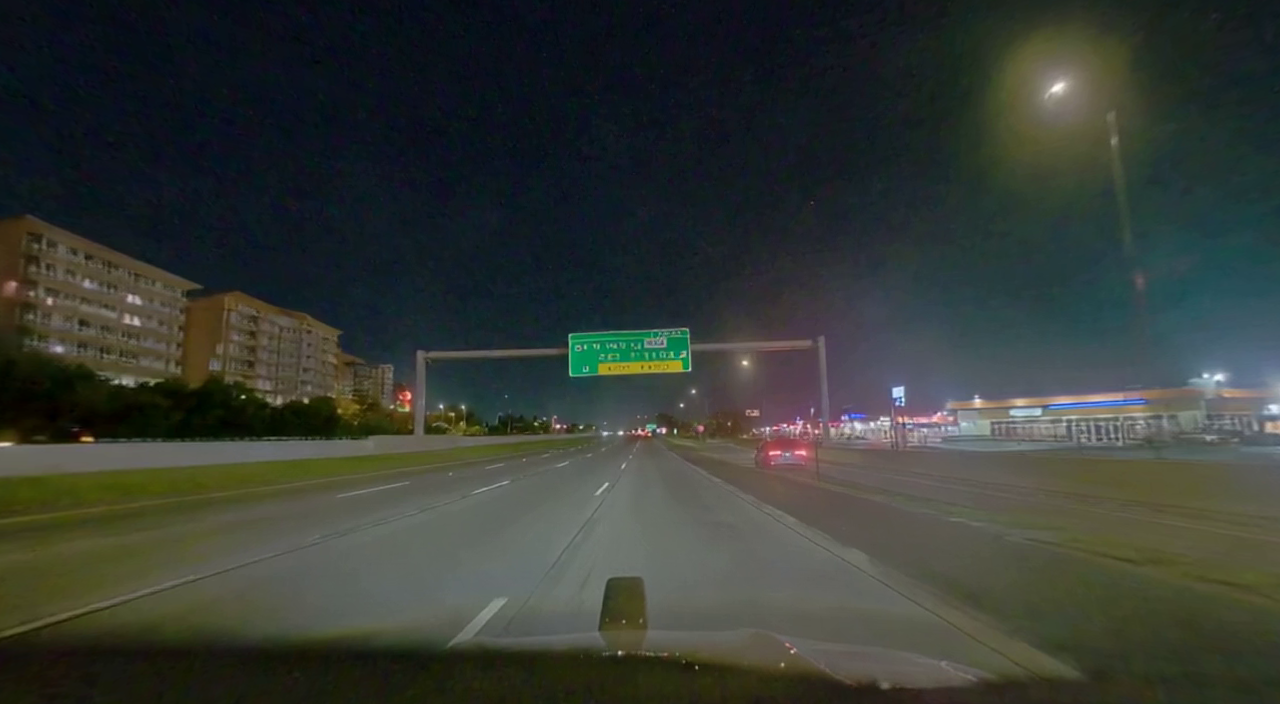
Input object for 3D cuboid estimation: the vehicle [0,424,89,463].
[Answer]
[{"bbox_3d":[-25.141,3.774,25.890,1.799,1.466,3.554,0,-9,-2],"label":"vehicle"}]
